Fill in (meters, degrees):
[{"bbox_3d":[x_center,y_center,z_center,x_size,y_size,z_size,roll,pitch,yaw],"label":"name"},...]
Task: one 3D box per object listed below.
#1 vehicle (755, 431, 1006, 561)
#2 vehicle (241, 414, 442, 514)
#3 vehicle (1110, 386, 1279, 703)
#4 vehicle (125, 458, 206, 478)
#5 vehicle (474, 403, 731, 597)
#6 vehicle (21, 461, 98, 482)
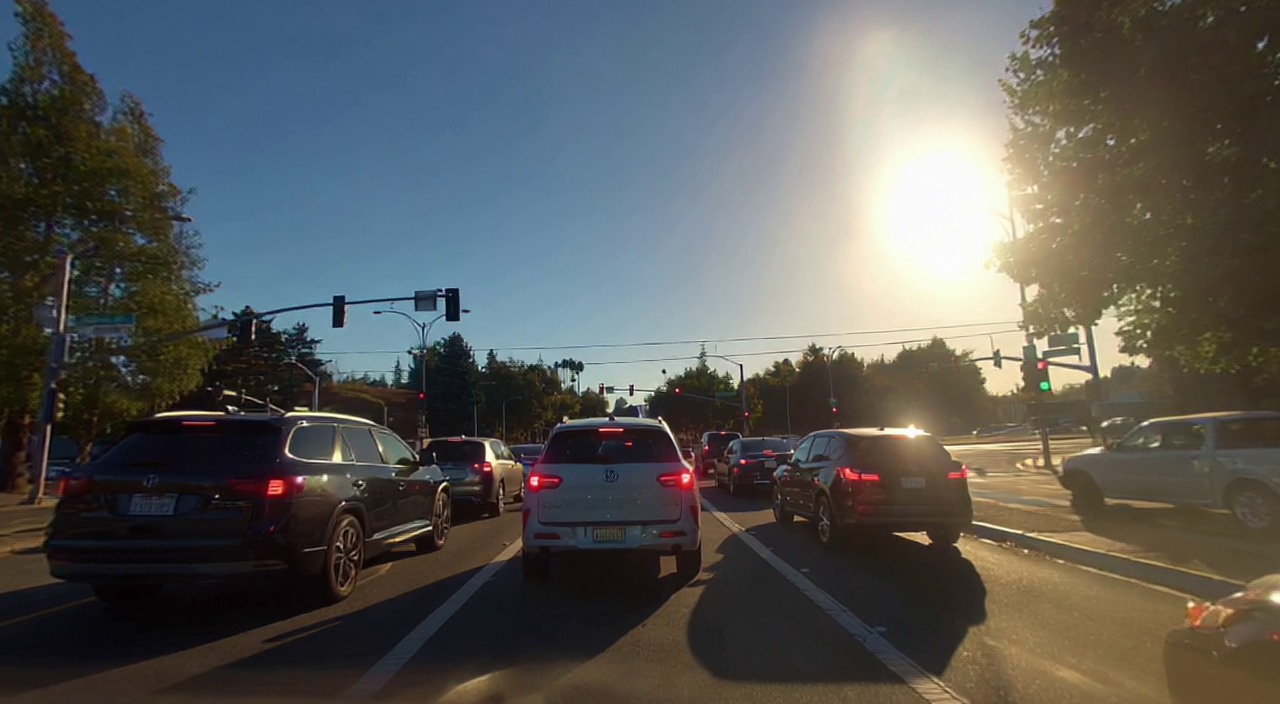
[{"bbox_3d":[3.166,1.986,9.469,1.971,1.473,4.495,0,-9,0],"label":"vehicle"},{"bbox_3d":[-6.722,2.588,14.986,2.214,1.953,5.017,0,-9,1],"label":"vehicle"},{"bbox_3d":[3.303,0.673,0.839,1.980,1.515,4.362,0,-9,1],"label":"vehicle"},{"bbox_3d":[-37.334,9.148,49.461,4.914,1.487,1.850,0,-9,1],"label":"vehicle"},{"bbox_3d":[-0.310,1.604,7.625,2.256,1.694,4.055,0,-9,1],"label":"vehicle"},{"bbox_3d":[-45.662,9.387,49.385,4.232,1.498,1.791,0,-9,1],"label":"vehicle"}]
